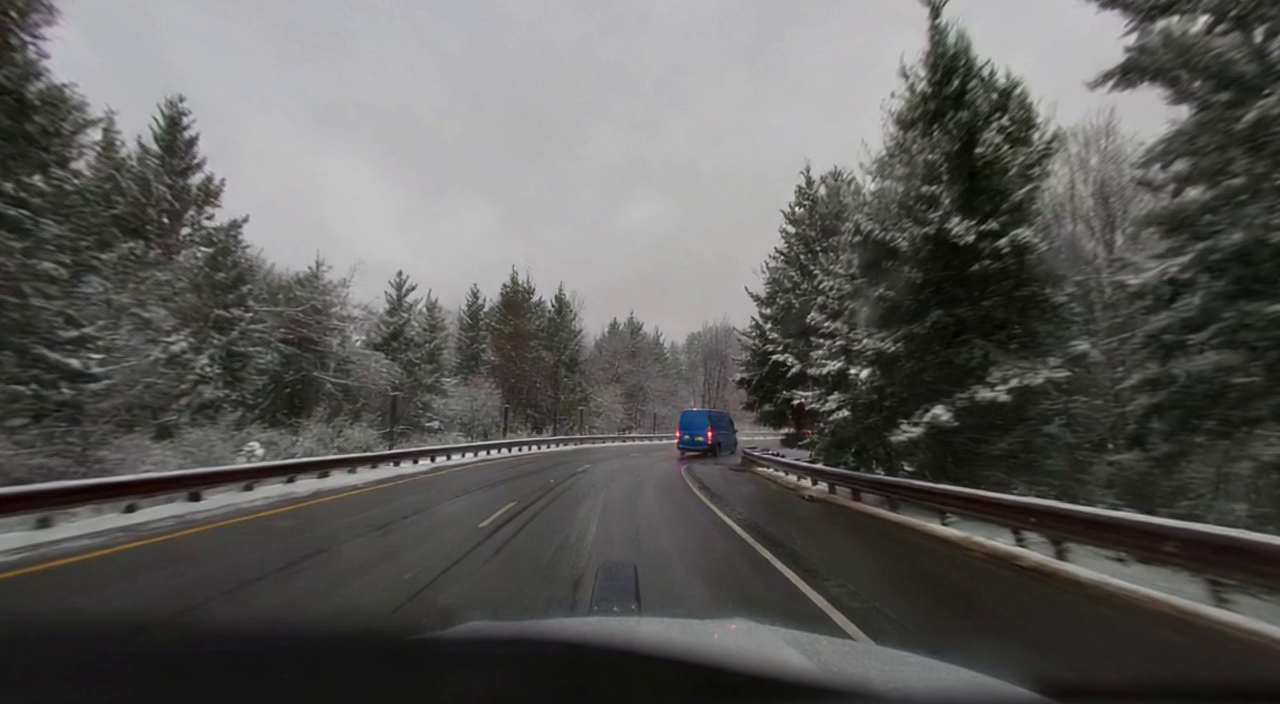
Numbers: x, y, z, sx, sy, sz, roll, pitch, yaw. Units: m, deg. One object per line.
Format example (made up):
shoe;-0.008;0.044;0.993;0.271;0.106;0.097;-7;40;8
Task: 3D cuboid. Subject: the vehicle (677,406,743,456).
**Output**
vehicle;4.082;4.501;35.882;2.352;2.577;5.330;-3;-8;22
